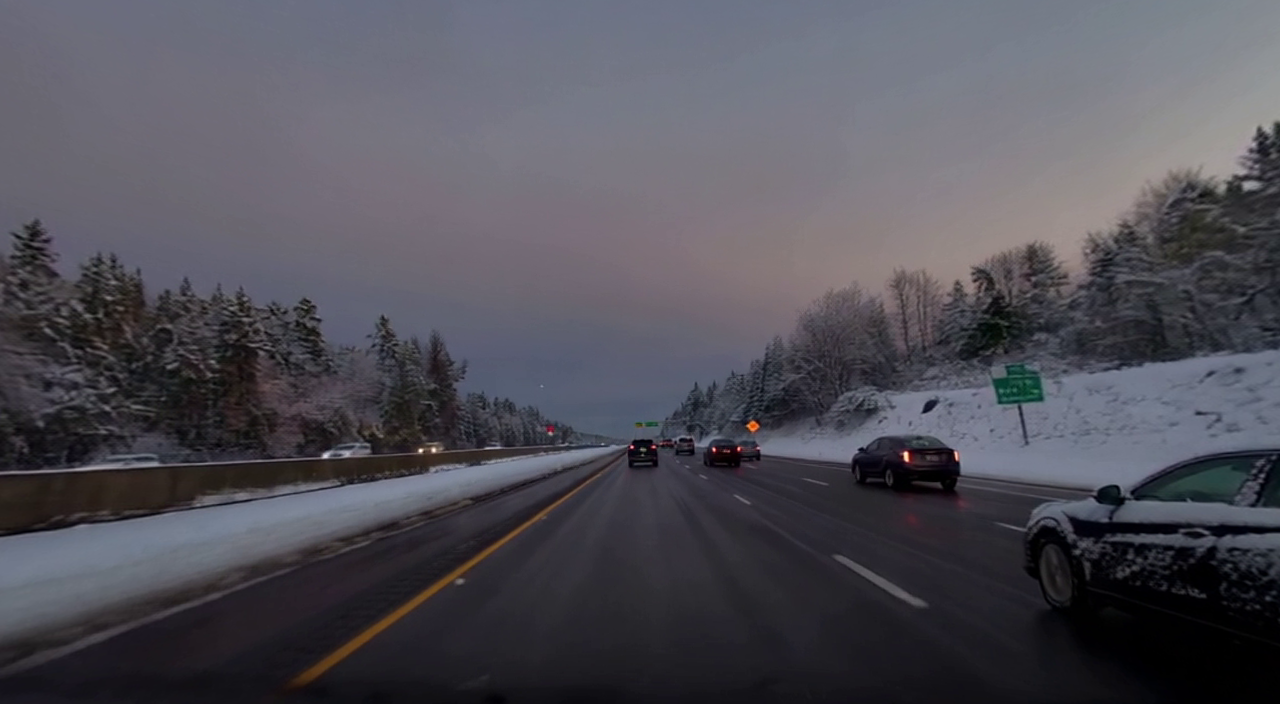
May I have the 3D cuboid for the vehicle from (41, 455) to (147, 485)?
[{"bbox_3d":[-31.202,6.719,36.240,1.866,1.472,4.711,-1,-8,0],"label":"vehicle"}]

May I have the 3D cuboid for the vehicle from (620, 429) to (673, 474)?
[{"bbox_3d":[0.265,4.490,28.661,2.189,1.852,4.038,0,-8,0],"label":"vehicle"}]

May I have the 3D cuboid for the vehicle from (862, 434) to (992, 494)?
[{"bbox_3d":[8.144,3.189,18.367,1.810,1.516,4.183,-1,-8,0],"label":"vehicle"}]

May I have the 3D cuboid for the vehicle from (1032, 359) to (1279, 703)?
[{"bbox_3d":[3.779,0.787,2.225,2.003,1.661,4.418,-1,-8,1],"label":"vehicle"}]

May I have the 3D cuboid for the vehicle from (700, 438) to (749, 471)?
[{"bbox_3d":[4.176,5.130,31.782,1.825,1.487,4.034,0,-8,-1],"label":"vehicle"}]
